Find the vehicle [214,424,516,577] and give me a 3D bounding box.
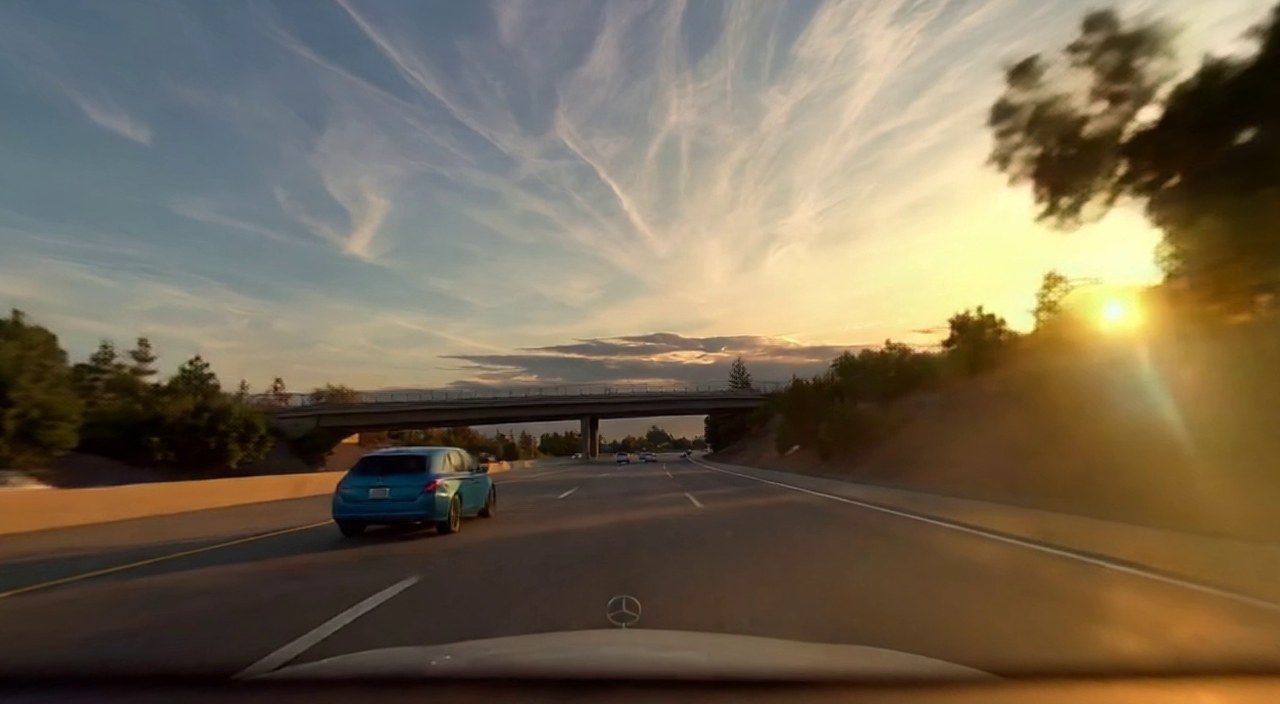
[{"bbox_3d":[-3.466,1.989,9.313,2.274,1.628,4.807,0,-9,0],"label":"vehicle"}]
